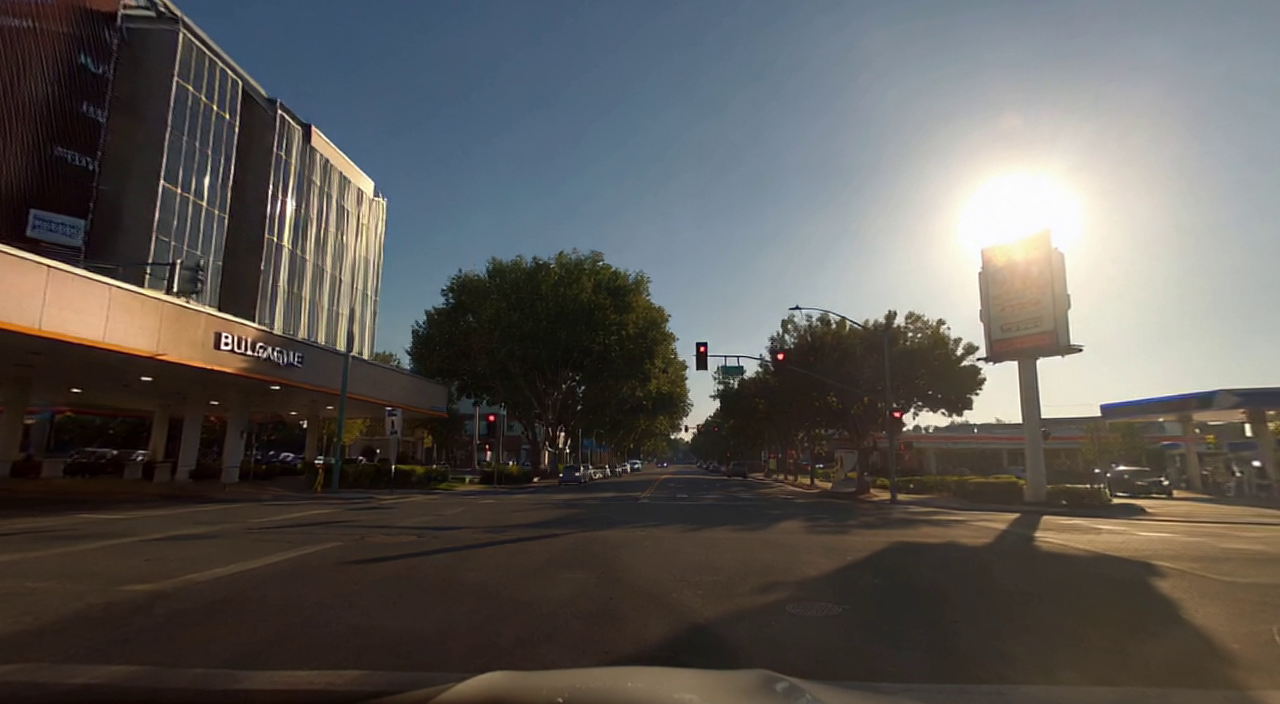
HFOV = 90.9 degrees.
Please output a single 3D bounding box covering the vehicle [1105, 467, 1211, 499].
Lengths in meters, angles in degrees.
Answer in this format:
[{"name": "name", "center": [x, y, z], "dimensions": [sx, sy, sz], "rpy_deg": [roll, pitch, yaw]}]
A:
[{"name": "vehicle", "center": [28.026, 7.065, 34.305], "dimensions": [1.897, 1.466, 4.211], "rpy_deg": [1, -8, -6]}]
